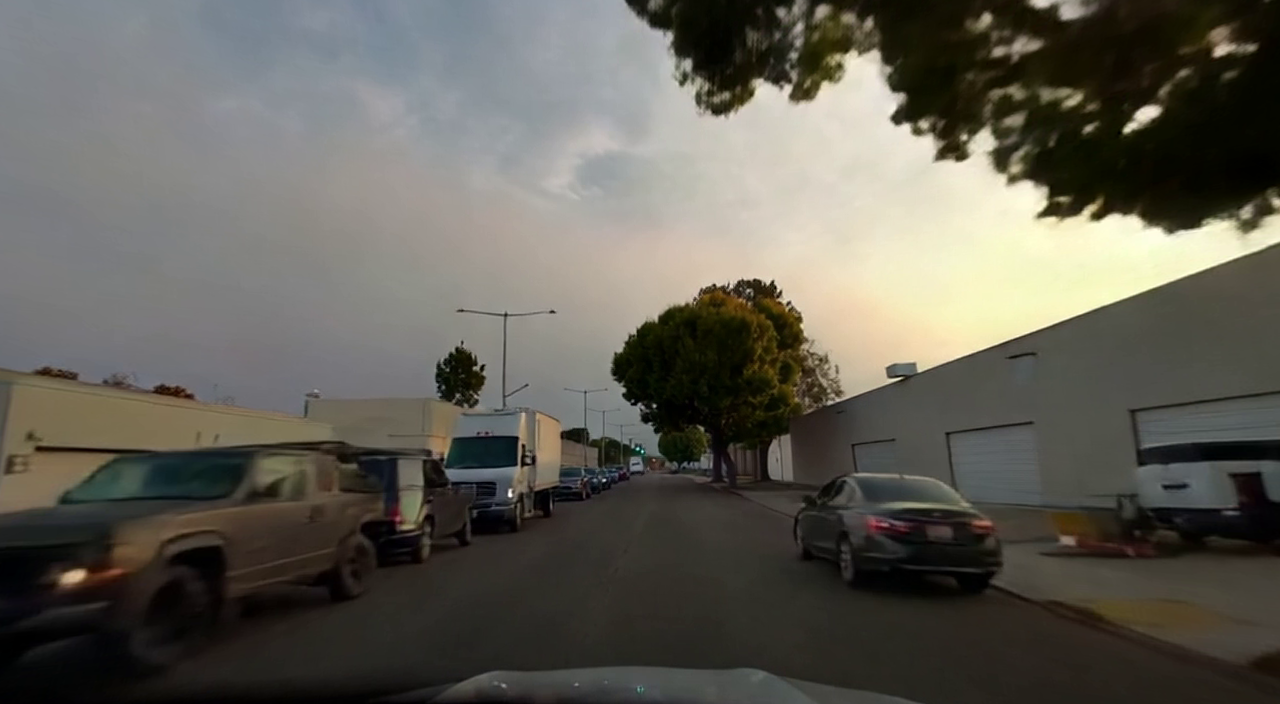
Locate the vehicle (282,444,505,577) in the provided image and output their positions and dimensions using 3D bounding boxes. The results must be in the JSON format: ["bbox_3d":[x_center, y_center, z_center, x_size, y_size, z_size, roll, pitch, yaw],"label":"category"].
[{"bbox_3d":[-3.732,2.506,10.493,1.917,1.735,4.032,0,-11,2],"label":"vehicle"}]

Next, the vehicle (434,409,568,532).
[{"bbox_3d":[-3.428,3.174,16.950,2.242,2.726,5.581,0,-11,0],"label":"vehicle"}]

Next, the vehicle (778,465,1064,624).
[{"bbox_3d":[3.052,2.181,7.896,1.819,1.446,3.909,0,-11,1],"label":"vehicle"}]

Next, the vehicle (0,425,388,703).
[{"bbox_3d":[-3.845,1.559,5.212,1.835,1.625,3.674,0,-11,2],"label":"vehicle"}]

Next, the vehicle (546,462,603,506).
[{"bbox_3d":[-2.825,5.833,28.169,1.886,1.640,4.311,1,-9,2],"label":"vehicle"}]
